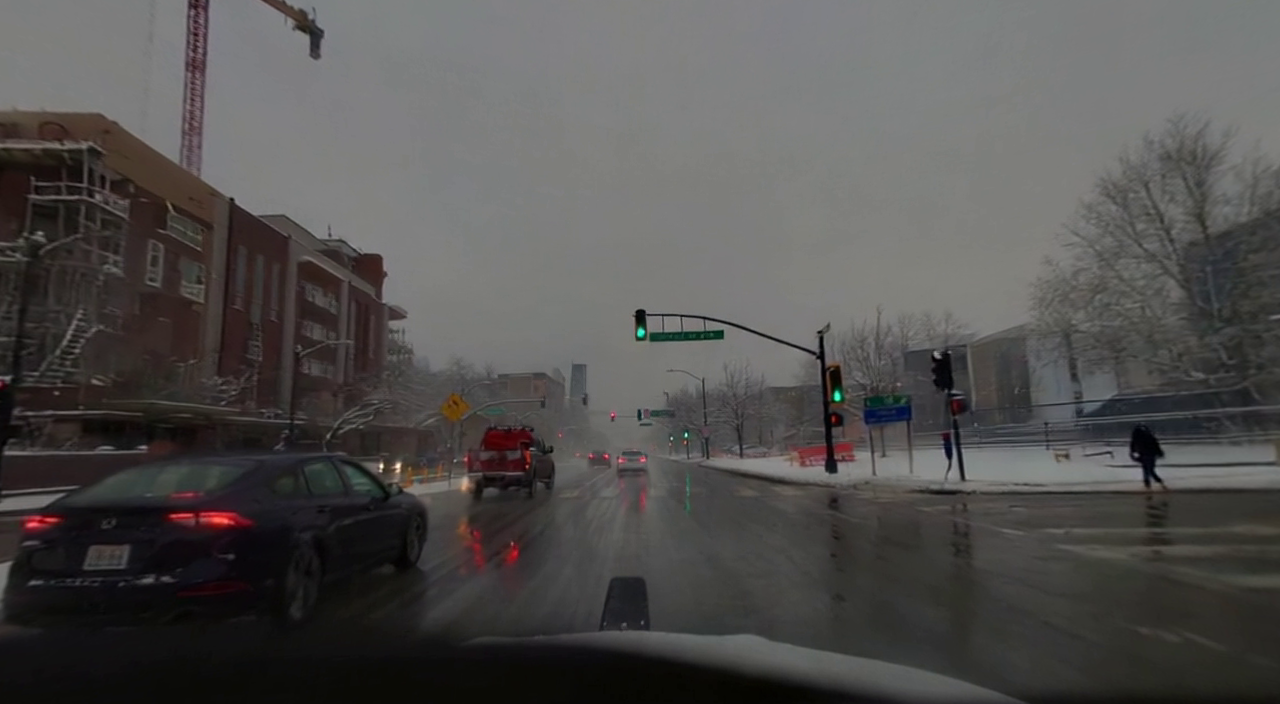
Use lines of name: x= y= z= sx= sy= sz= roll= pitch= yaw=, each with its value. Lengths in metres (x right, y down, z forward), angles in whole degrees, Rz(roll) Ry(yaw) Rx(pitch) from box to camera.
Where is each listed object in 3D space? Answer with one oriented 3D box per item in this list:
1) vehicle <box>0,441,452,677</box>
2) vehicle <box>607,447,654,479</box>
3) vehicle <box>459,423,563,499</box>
vehicle: x=-3.501 y=1.597 z=6.134 sx=1.959 sy=1.406 sz=4.527 roll=0 pitch=-9 yaw=0
vehicle: x=-0.476 y=5.382 z=30.833 sx=2.171 sy=1.422 sz=4.146 roll=0 pitch=-9 yaw=-1
vehicle: x=-3.852 y=3.359 z=19.772 sx=2.240 sy=2.054 sz=4.662 roll=0 pitch=-9 yaw=1
